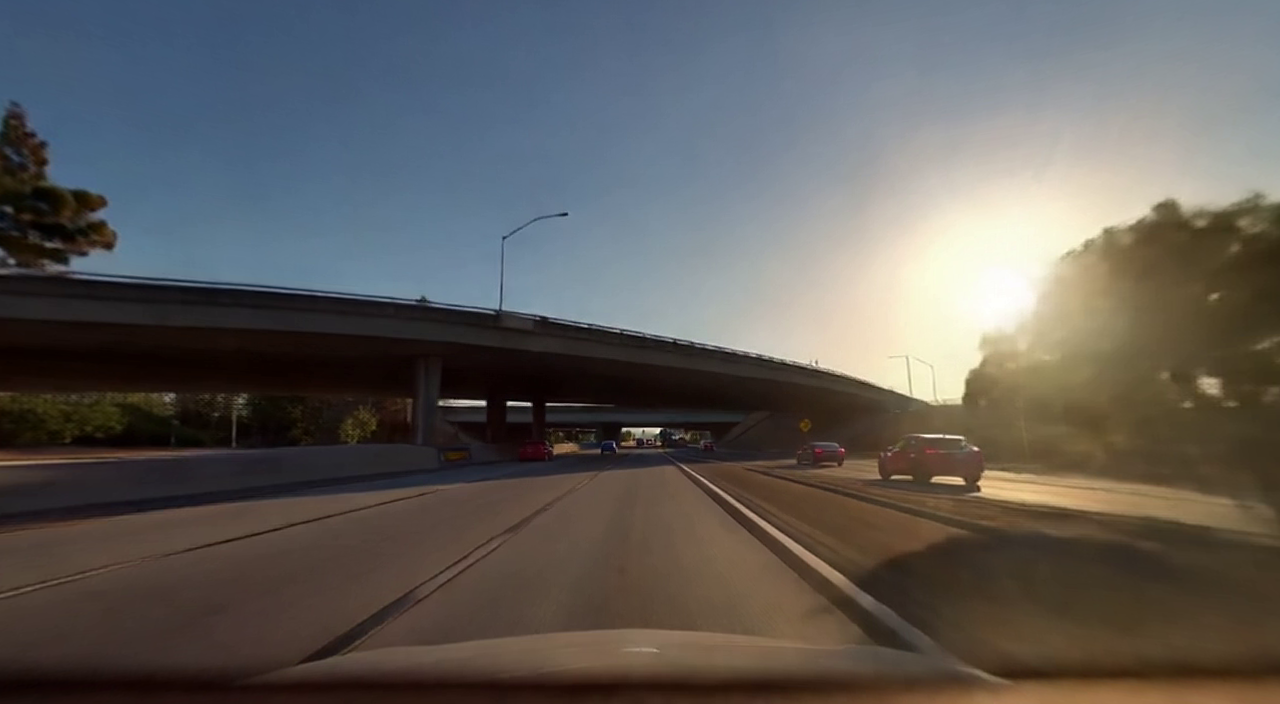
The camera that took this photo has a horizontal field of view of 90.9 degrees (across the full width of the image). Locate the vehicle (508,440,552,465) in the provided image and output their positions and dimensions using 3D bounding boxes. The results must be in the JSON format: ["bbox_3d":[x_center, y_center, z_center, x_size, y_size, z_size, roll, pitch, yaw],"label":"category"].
[{"bbox_3d":[-6.997,6.443,40.512,1.987,1.486,4.174,0,-8,2],"label":"vehicle"}]

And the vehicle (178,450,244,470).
[{"bbox_3d":[-33.514,8.416,49.411,1.788,1.453,4.605,0,-8,3],"label":"vehicle"}]

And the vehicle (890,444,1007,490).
[{"bbox_3d":[11.256,4.189,23.389,2.000,1.515,4.188,0,-8,-3],"label":"vehicle"}]

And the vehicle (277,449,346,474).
[{"bbox_3d":[-20.754,6.905,40.041,1.943,1.467,4.274,0,-8,2],"label":"vehicle"}]
